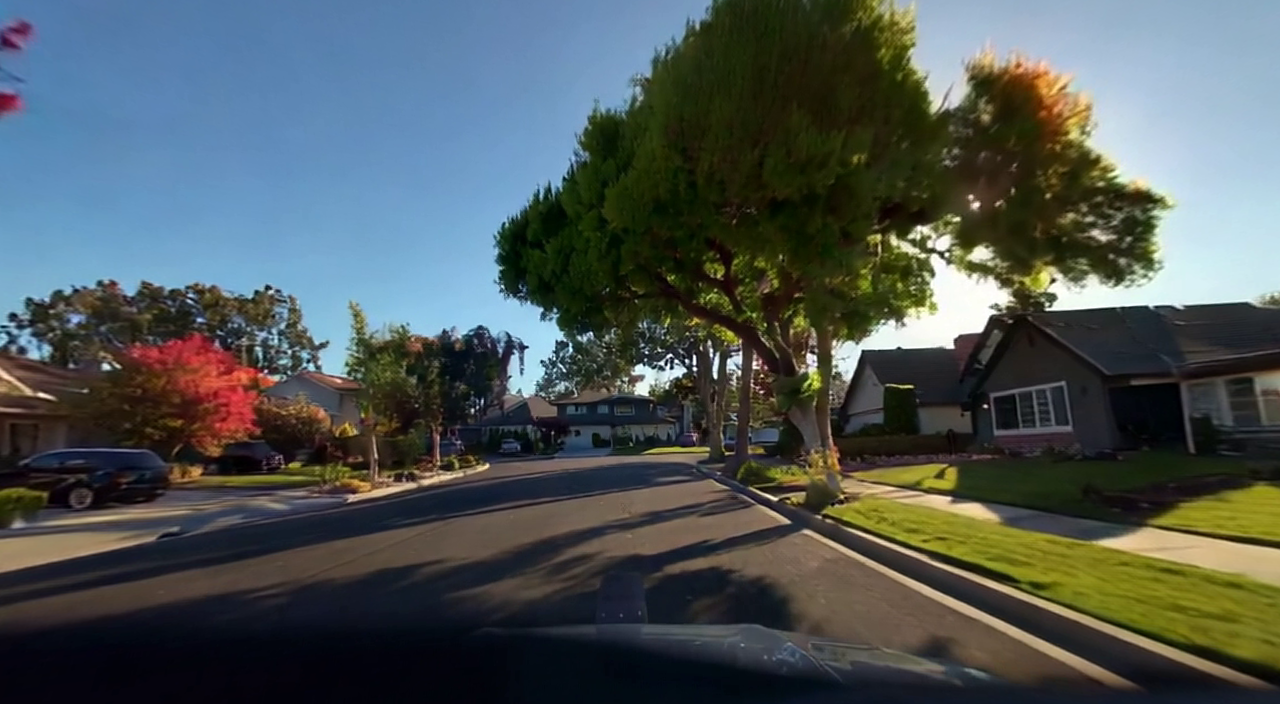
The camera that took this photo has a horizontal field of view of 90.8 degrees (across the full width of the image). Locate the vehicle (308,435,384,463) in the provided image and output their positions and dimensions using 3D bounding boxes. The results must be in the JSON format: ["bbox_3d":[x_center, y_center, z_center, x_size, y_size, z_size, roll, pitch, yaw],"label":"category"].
[{"bbox_3d":[-22.838,7.563,49.205,4.745,2.151,2.232,0,-9,0],"label":"vehicle"}]
